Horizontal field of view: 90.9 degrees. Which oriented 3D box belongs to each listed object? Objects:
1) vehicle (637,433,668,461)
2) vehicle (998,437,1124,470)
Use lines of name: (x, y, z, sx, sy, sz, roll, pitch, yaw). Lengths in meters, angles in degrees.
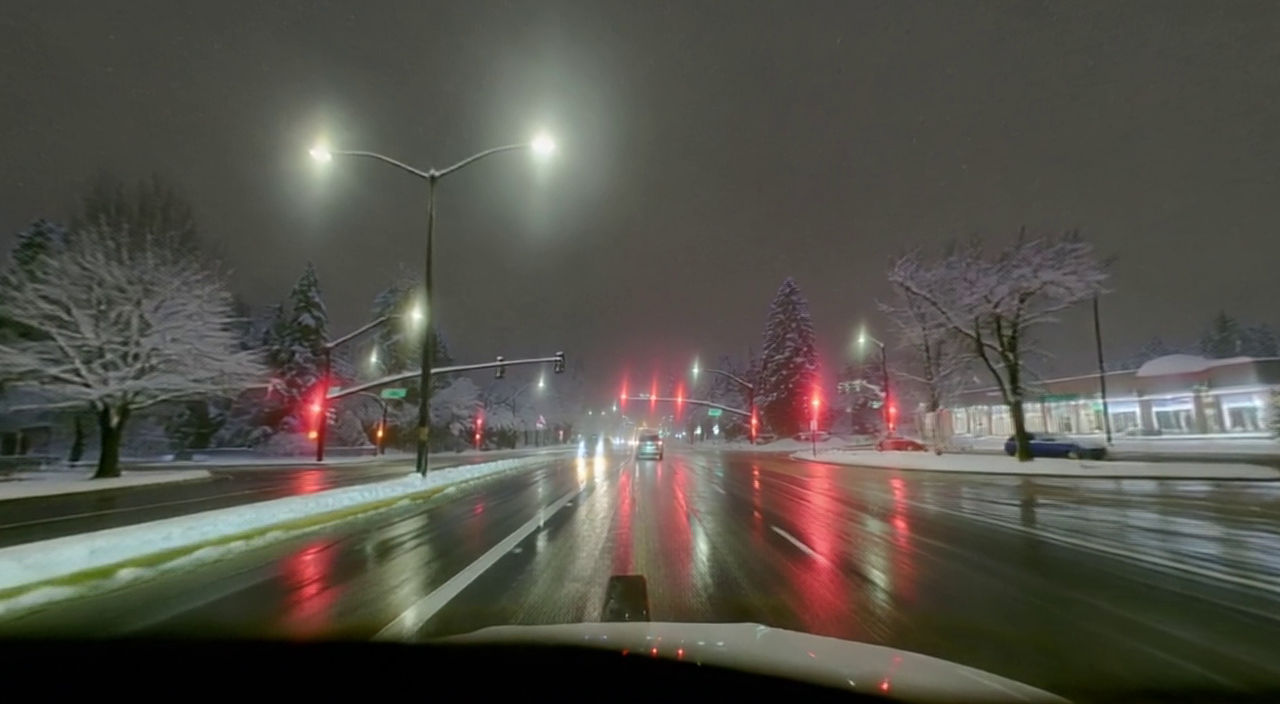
vehicle: (0.824, 6.362, 42.379, 1.994, 1.759, 4.186, 0, -8, 1)
vehicle: (19.854, 4.799, 29.842, 4.479, 1.488, 2.038, 0, -8, 0)
